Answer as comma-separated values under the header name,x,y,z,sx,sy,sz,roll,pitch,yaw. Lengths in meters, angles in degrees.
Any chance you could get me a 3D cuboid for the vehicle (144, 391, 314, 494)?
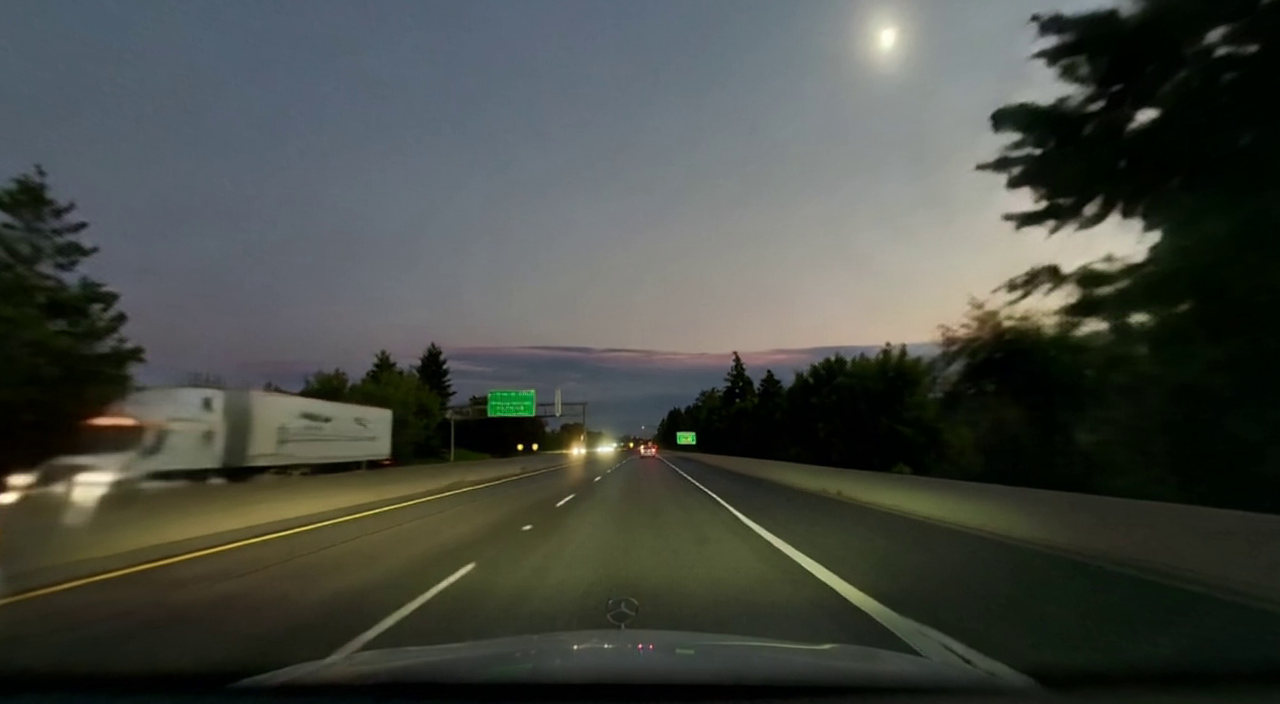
name,x,y,z,sx,sy,sz,roll,pitch,yaw
vehicle,-17.489,3.926,27.451,3.114,3.968,5.995,0,-9,0
